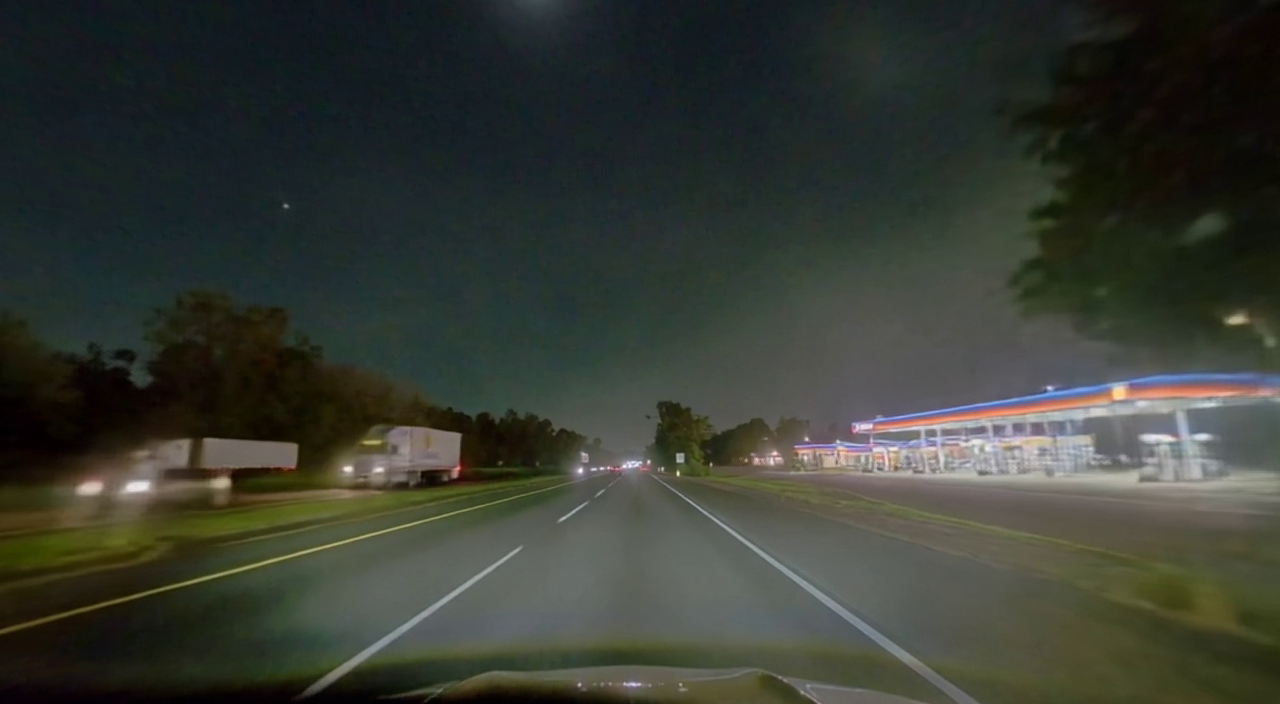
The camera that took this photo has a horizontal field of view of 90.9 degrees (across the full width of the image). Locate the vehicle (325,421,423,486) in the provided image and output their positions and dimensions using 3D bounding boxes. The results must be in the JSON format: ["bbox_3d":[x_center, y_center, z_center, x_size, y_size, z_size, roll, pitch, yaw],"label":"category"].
[{"bbox_3d":[-17.447,6.817,41.944,3.667,3.902,6.030,1,-11,0],"label":"vehicle"}]
